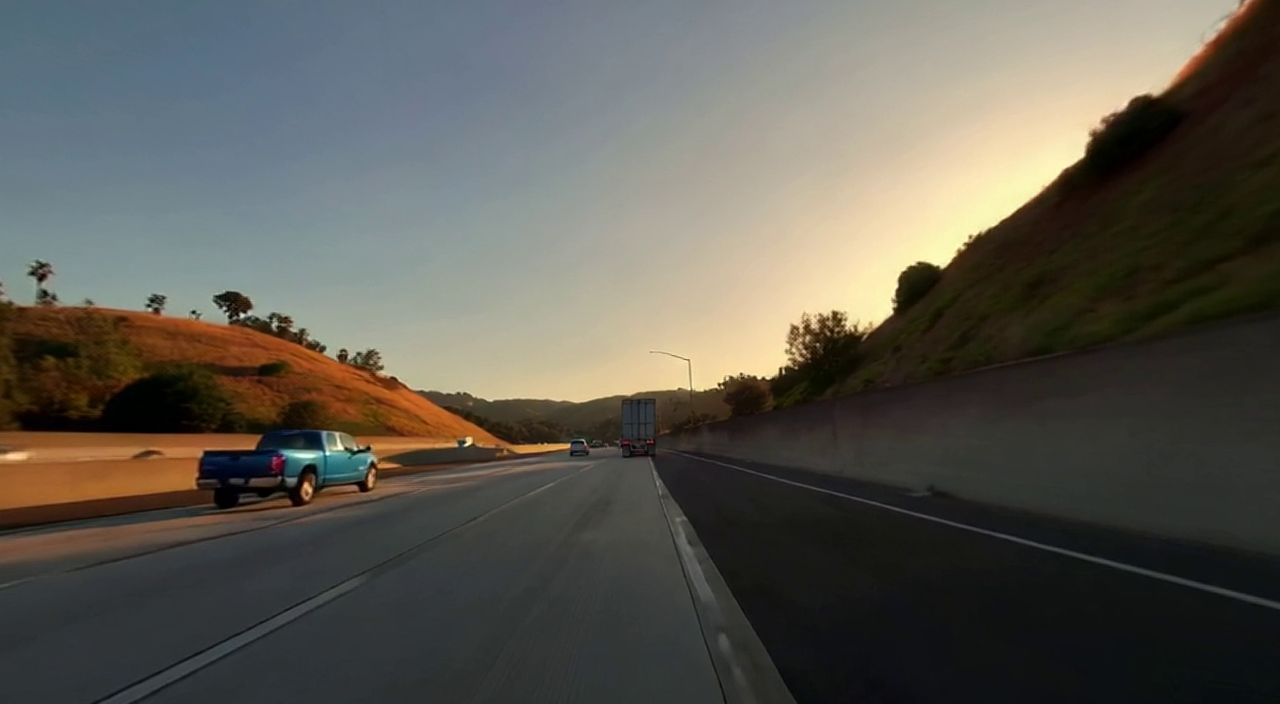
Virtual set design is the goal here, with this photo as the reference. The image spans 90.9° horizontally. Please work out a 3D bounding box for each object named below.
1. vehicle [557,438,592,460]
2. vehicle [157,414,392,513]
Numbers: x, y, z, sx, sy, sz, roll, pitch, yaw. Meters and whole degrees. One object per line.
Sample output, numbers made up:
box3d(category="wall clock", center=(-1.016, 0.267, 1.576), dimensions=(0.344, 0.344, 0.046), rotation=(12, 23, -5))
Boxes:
box3d(category="vehicle", center=(-4.526, 6.765, 44.136), dimensions=(1.983, 1.508, 4.060), rotation=(0, -8, 1))
box3d(category="vehicle", center=(-7.865, 2.446, 14.454), dimensions=(2.113, 1.837, 5.339), rotation=(0, -8, 1))
